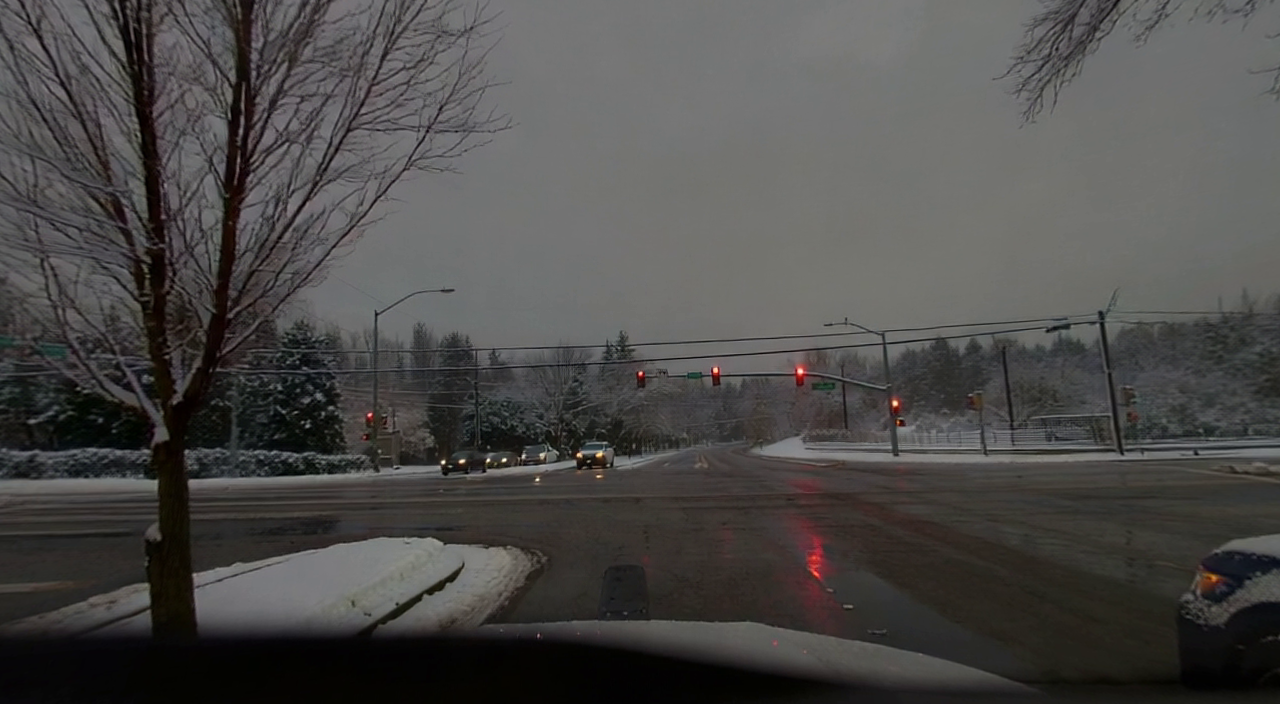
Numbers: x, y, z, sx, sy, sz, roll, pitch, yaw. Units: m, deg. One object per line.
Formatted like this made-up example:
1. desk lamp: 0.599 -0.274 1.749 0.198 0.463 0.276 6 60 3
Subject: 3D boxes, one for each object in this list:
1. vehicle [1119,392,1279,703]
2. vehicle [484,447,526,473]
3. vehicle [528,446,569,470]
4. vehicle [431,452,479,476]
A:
1. vehicle: 3.060 0.621 0.417 1.978 1.468 4.544 0 -9 1
2. vehicle: -9.771 7.828 45.921 2.064 1.725 4.243 0 -9 1
3. vehicle: -6.547 7.609 45.508 2.126 1.657 4.307 -1 -9 3
4. vehicle: -13.399 8.113 45.985 2.101 1.637 4.304 0 -9 1
